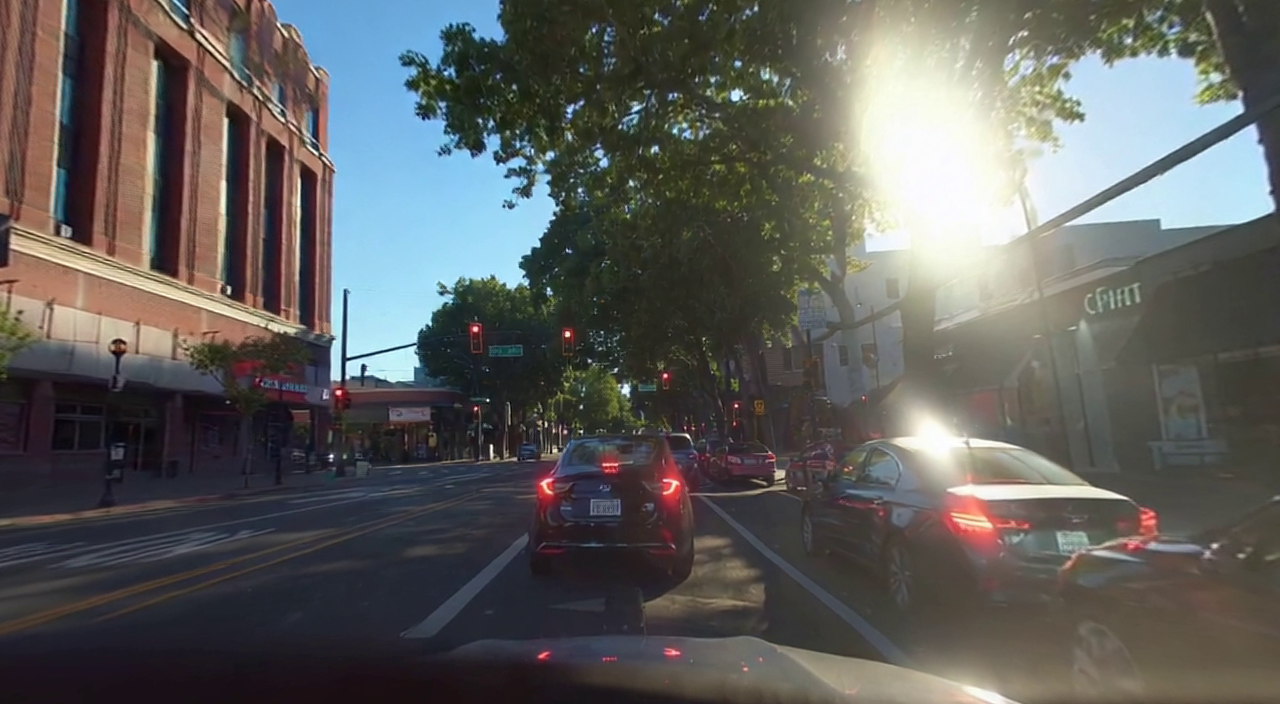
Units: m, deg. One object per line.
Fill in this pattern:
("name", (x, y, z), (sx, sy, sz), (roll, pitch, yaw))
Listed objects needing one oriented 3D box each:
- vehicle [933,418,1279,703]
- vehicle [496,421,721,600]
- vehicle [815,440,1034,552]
("vehicle", (3.195, 0.979, 2.192), (2.006, 1.496, 4.767), (0, -9, -1))
("vehicle", (-0.268, 1.613, 7.233), (1.888, 1.489, 3.703), (0, -8, 0))
("vehicle", (4.543, 2.323, 11.012), (1.912, 1.505, 4.618), (-1, -8, 3))
